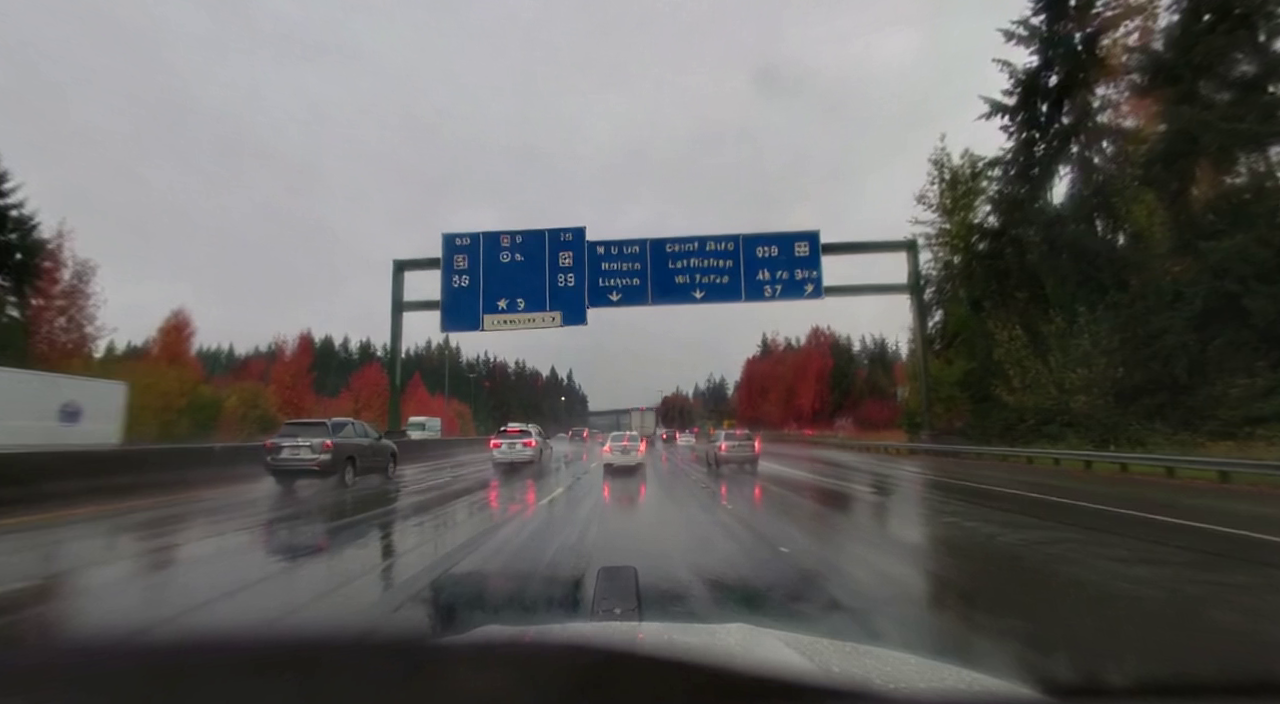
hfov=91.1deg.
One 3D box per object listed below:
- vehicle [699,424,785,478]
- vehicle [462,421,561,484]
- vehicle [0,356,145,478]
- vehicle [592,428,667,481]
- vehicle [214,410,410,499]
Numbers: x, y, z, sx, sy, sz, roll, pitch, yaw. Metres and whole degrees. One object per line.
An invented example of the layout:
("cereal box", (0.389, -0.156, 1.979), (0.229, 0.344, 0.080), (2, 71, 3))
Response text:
("vehicle", (3.336, 3.319, 21.452), (2.095, 1.650, 4.331), (0, -8, -1))
("vehicle", (-3.725, 2.999, 19.073), (2.064, 1.672, 4.277), (0, -8, 1))
("vehicle", (-23.175, 2.073, 20.284), (2.934, 4.105, 14.191), (0, -8, 0))
("vehicle", (-0.304, 3.197, 20.041), (2.111, 1.494, 4.364), (0, -8, 0))
("vehicle", (-7.457, 2.380, 15.036), (2.117, 1.779, 4.745), (0, -8, 0))
